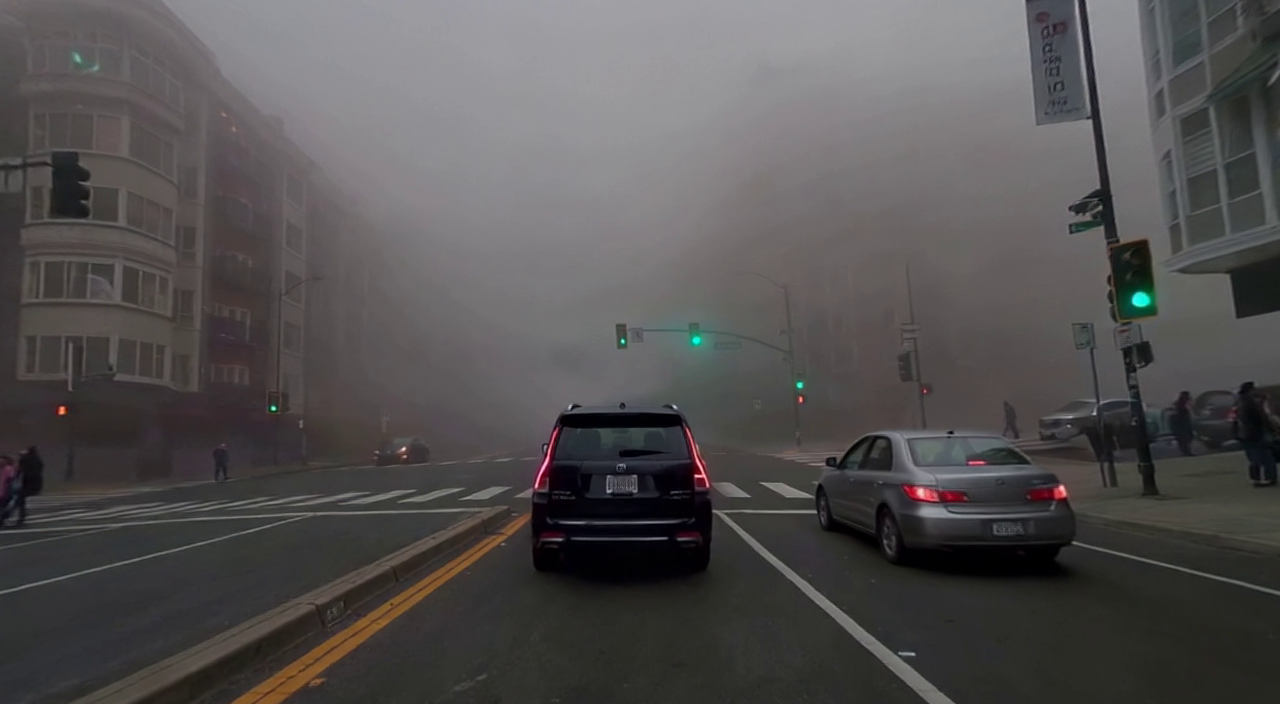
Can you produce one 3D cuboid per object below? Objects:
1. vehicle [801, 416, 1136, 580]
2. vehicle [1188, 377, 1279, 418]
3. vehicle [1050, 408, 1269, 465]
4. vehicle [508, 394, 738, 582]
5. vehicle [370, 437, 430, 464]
[{"bbox_3d":[3.691,1.719,8.302,1.987,1.538,4.510,0,-8,0],"label":"vehicle"},{"bbox_3d":[26.564,1.986,27.163,4.287,1.639,1.729,0,-8,1],"label":"vehicle"},{"bbox_3d":[14.272,2.371,17.577,4.354,1.466,1.863,0,-8,2],"label":"vehicle"},{"bbox_3d":[-0.146,1.596,8.128,2.168,1.776,4.135,0,-8,0],"label":"vehicle"},{"bbox_3d":[-16.220,6.674,43.030,2.132,1.710,4.504,0,-8,2],"label":"vehicle"}]
